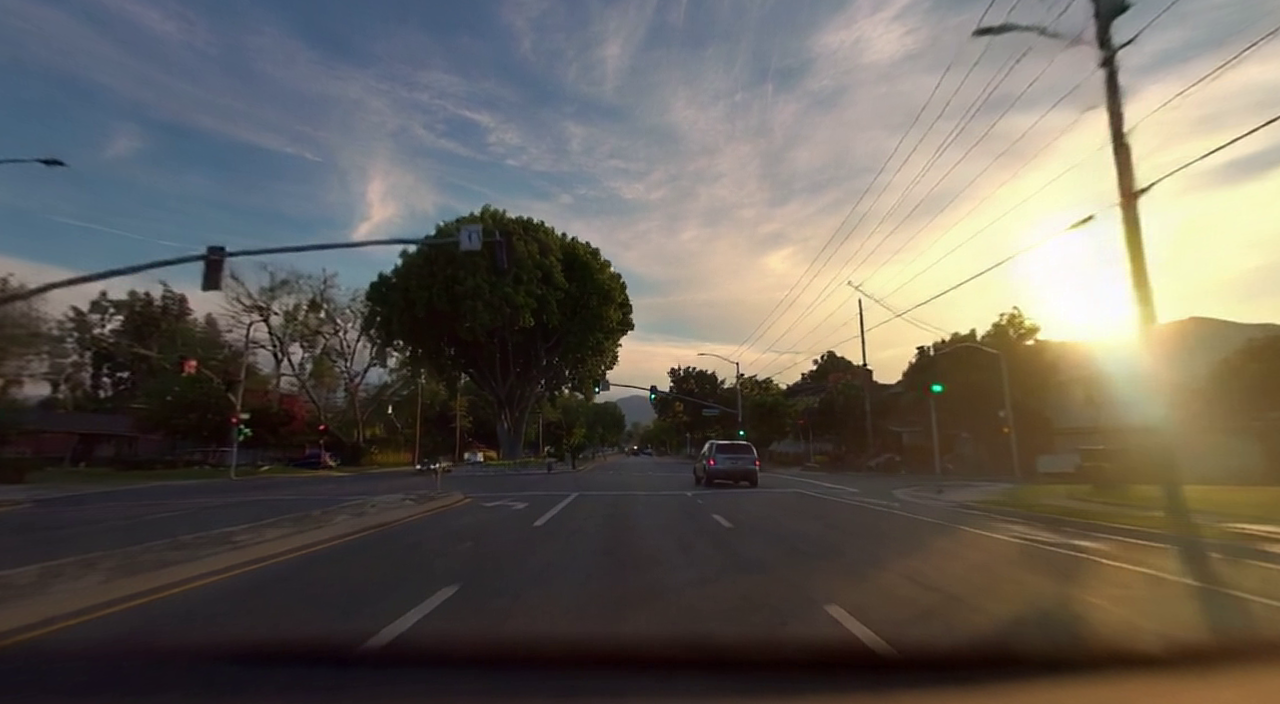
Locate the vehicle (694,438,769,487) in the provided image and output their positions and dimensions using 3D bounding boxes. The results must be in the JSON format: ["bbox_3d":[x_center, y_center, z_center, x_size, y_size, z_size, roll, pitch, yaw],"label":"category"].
[{"bbox_3d":[3.561,4.393,25.400,2.240,1.781,4.433,0,-8,-2],"label":"vehicle"}]

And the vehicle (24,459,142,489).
[{"bbox_3d":[-29.972,6.537,34.022,4.447,1.499,1.984,0,-8,-1],"label":"vehicle"}]
